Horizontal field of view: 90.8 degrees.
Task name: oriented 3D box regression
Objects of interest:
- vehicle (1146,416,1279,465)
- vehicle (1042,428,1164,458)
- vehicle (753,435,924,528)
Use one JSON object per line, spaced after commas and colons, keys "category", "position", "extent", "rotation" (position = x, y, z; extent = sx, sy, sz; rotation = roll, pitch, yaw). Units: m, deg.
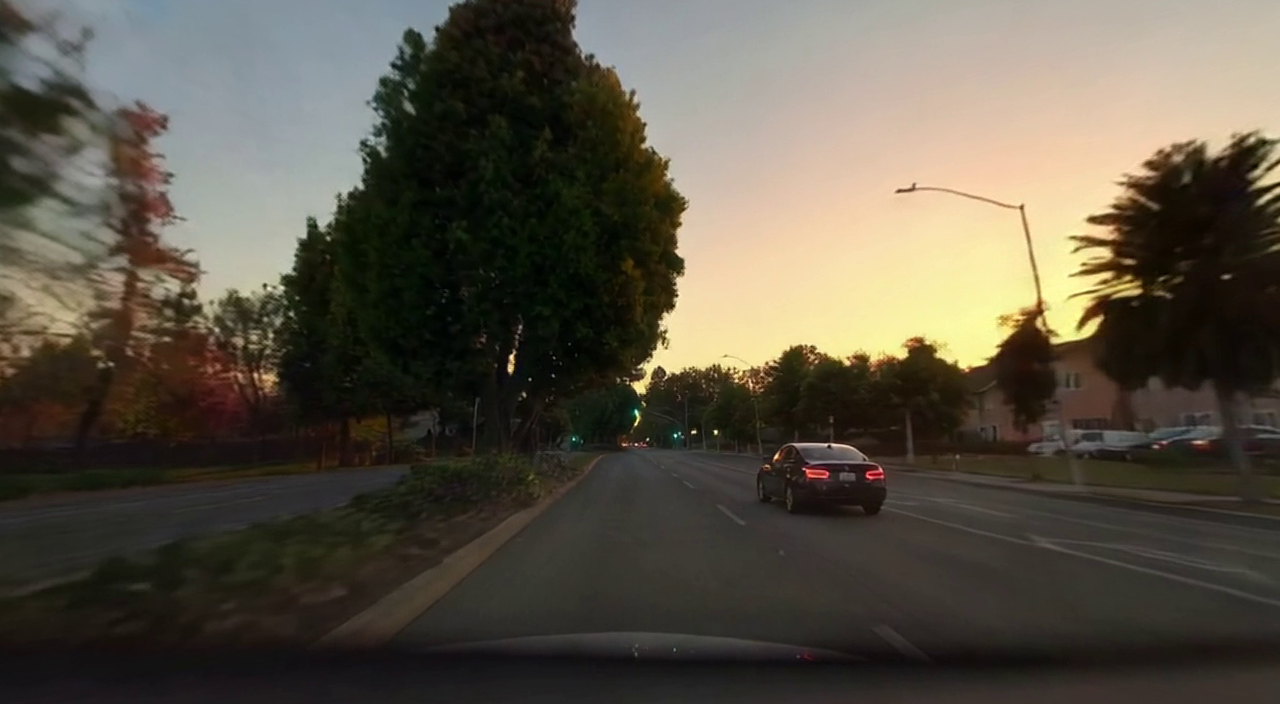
{"category": "vehicle", "position": [25.801, 3.943, 28.120], "extent": [4.733, 2.074, 2.022], "rotation": [0, -9, -1]}
{"category": "vehicle", "position": [26.301, 5.207, 36.060], "extent": [5.085, 1.657, 2.372], "rotation": [0, -9, 0]}
{"category": "vehicle", "position": [3.528, 2.370, 12.118], "extent": [1.852, 1.453, 4.083], "rotation": [0, -9, -2]}
